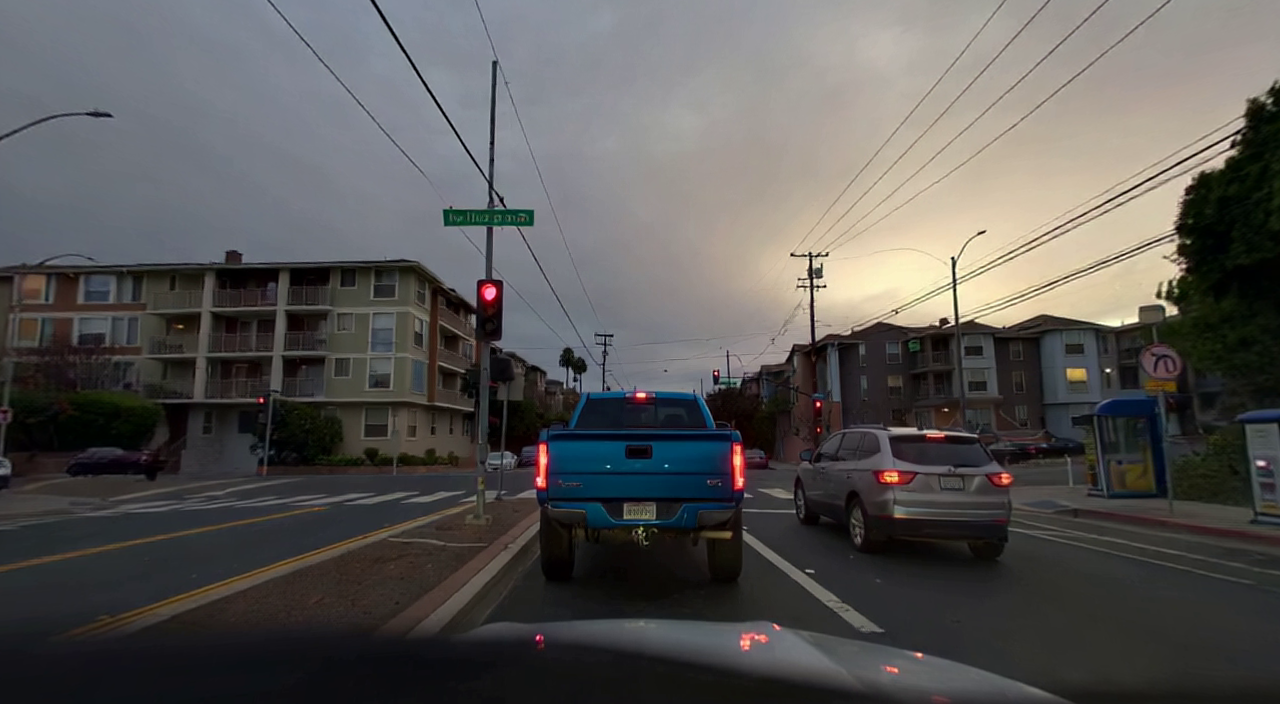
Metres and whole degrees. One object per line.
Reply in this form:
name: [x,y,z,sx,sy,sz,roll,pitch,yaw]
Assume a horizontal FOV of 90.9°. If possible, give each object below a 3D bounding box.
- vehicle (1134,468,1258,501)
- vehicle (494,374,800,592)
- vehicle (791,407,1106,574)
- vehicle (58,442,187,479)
vehicle: [26.379,6.288,30.002,4.071,1.388,1.884,0,-8,1]
vehicle: [0.096,1.548,8.301,2.738,1.959,5.070,0,-8,1]
vehicle: [3.860,1.827,9.146,2.131,1.759,4.762,0,-8,0]
vehicle: [-24.851,5.193,30.374,4.563,1.692,1.778,0,-8,-1]
